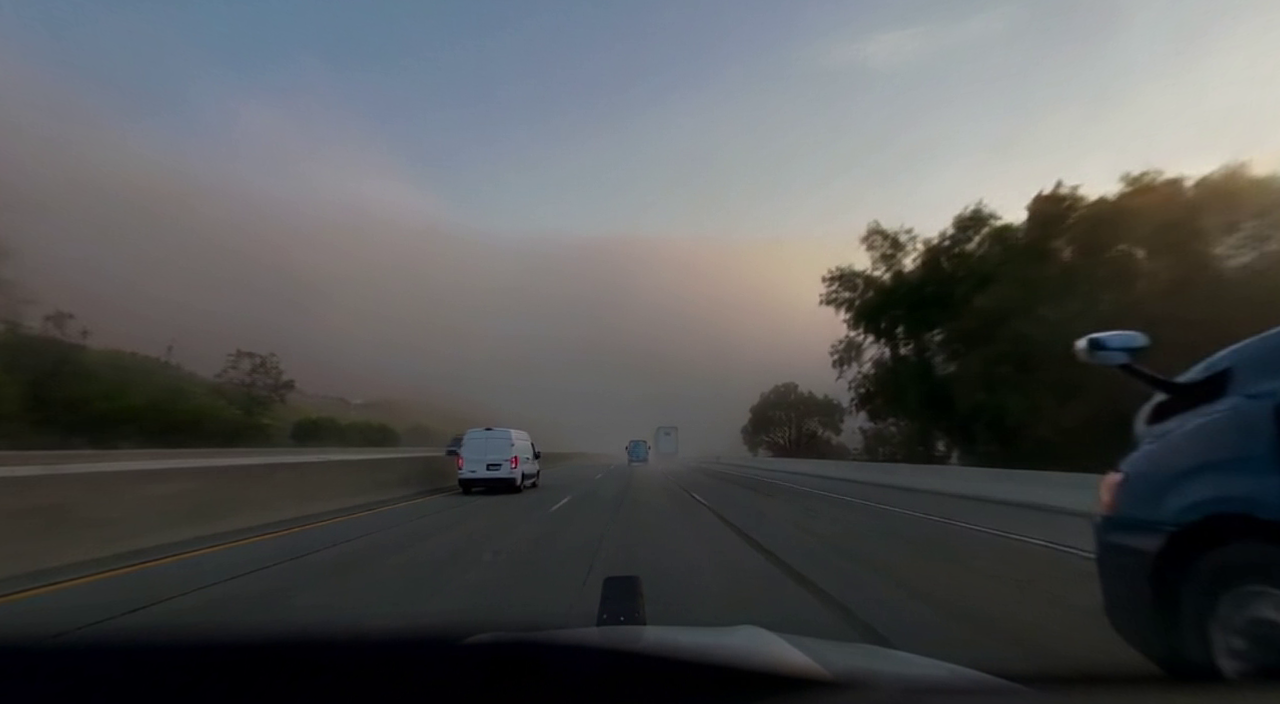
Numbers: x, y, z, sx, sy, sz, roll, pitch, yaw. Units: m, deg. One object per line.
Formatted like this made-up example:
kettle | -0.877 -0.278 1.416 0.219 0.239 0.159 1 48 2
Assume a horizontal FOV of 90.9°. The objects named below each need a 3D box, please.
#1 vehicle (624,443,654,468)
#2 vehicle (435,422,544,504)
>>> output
vehicle | -0.083 7.771 47.308 2.166 1.747 4.299 0 -9 0
vehicle | -4.078 3.110 17.959 1.955 2.004 4.792 0 -9 0
